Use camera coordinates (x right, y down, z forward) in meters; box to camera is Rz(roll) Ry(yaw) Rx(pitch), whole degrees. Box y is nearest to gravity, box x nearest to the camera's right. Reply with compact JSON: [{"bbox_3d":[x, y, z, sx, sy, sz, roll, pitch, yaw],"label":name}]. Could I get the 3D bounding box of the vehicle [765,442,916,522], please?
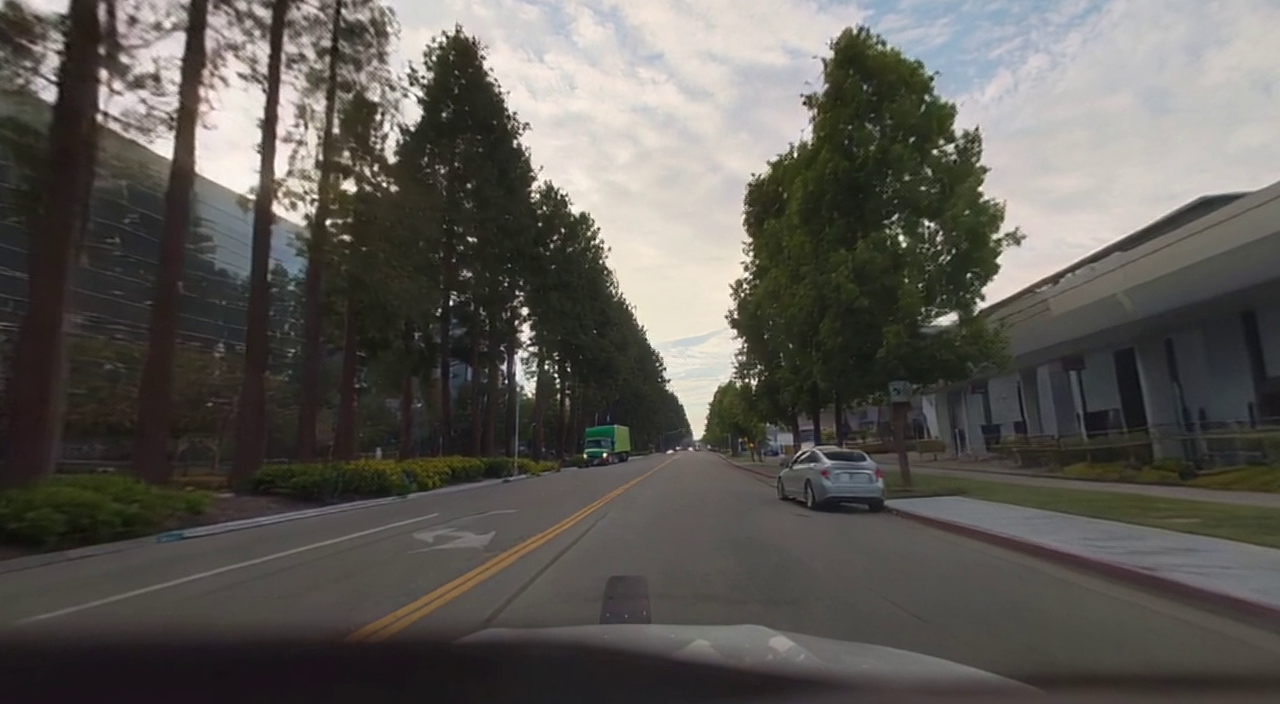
[{"bbox_3d":[4.266,2.827,14.283,2.098,1.509,4.389,0,-9,2],"label":"vehicle"}]
